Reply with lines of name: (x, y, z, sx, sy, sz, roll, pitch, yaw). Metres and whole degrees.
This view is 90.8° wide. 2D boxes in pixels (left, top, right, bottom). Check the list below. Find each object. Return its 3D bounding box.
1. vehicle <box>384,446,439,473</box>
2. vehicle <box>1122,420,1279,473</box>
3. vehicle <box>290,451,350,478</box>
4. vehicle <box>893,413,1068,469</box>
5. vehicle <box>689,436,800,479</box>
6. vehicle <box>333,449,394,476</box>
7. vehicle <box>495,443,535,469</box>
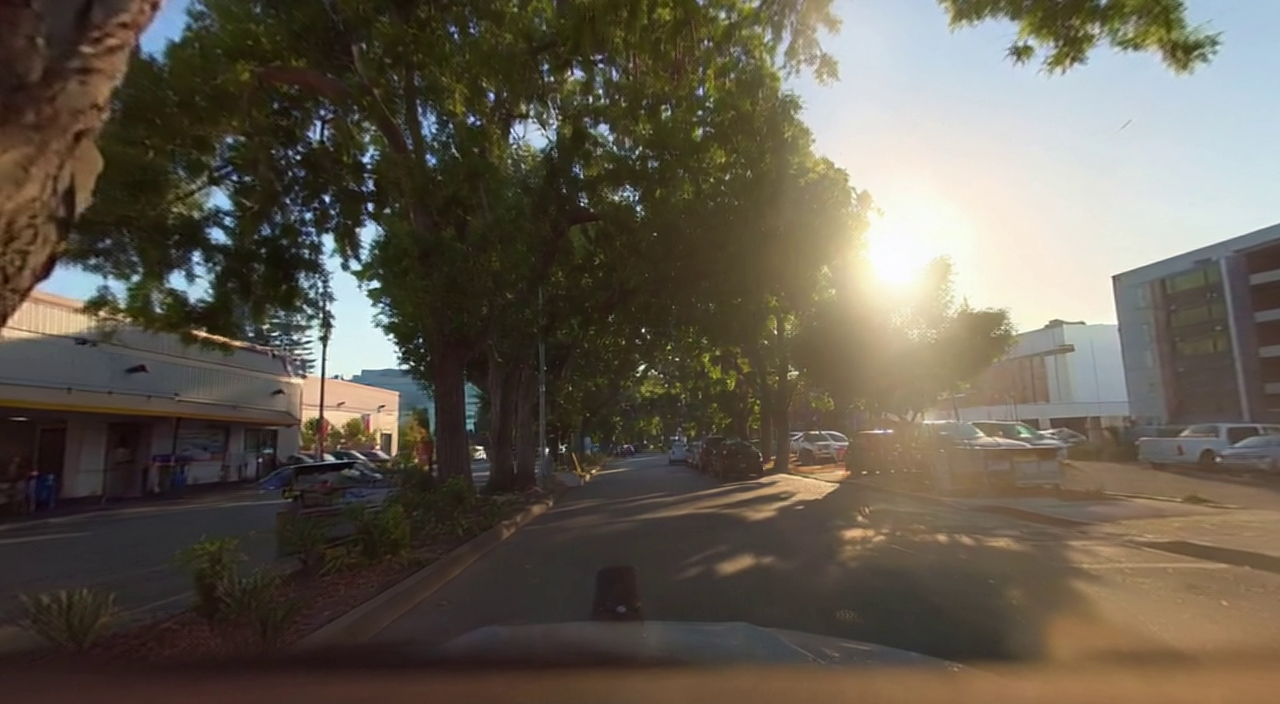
vehicle: (-15.010, 7.055, 41.697, 1.888, 1.657, 4.138, -1, -8, 3)
vehicle: (25.141, 4.193, 28.116, 5.596, 2.168, 2.307, 2, -7, -5)
vehicle: (-20.848, 7.324, 41.287, 1.880, 1.617, 3.870, 0, -8, 0)
vehicle: (13.230, 3.495, 24.822, 5.540, 2.045, 2.259, 0, -8, -3)
vehicle: (4.577, 4.557, 27.499, 4.626, 1.723, 1.939, 5, -10, -33)
vehicle: (-17.854, 7.127, 40.960, 1.850, 1.531, 4.256, 0, -8, 3)
vehicle: (-8.539, 7.134, 43.514, 1.993, 1.640, 4.457, 0, -8, -2)
